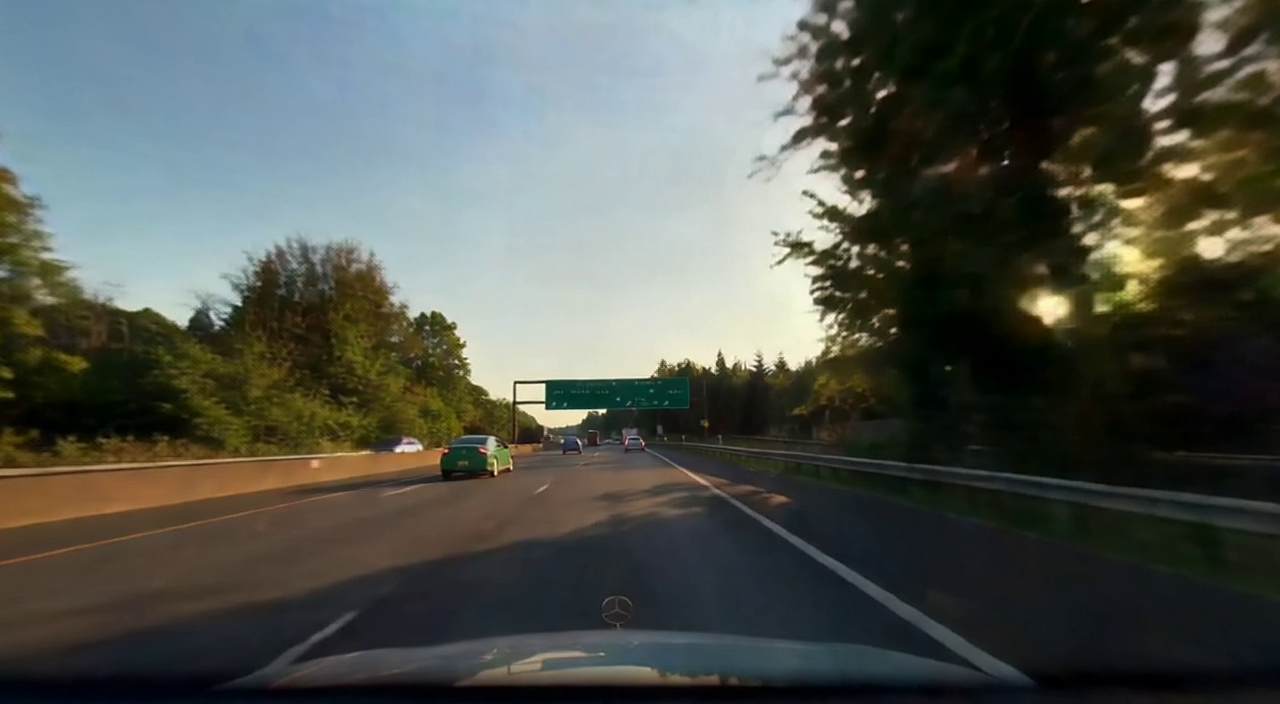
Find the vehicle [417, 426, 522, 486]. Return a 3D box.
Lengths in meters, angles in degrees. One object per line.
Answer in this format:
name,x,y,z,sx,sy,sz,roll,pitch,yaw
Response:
vehicle,-4.684,2.902,17.892,1.959,1.514,3.668,0,-8,0

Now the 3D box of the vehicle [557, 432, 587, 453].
vehicle,-5.266,7.073,49.229,1.972,1.537,4.173,0,-8,-2
